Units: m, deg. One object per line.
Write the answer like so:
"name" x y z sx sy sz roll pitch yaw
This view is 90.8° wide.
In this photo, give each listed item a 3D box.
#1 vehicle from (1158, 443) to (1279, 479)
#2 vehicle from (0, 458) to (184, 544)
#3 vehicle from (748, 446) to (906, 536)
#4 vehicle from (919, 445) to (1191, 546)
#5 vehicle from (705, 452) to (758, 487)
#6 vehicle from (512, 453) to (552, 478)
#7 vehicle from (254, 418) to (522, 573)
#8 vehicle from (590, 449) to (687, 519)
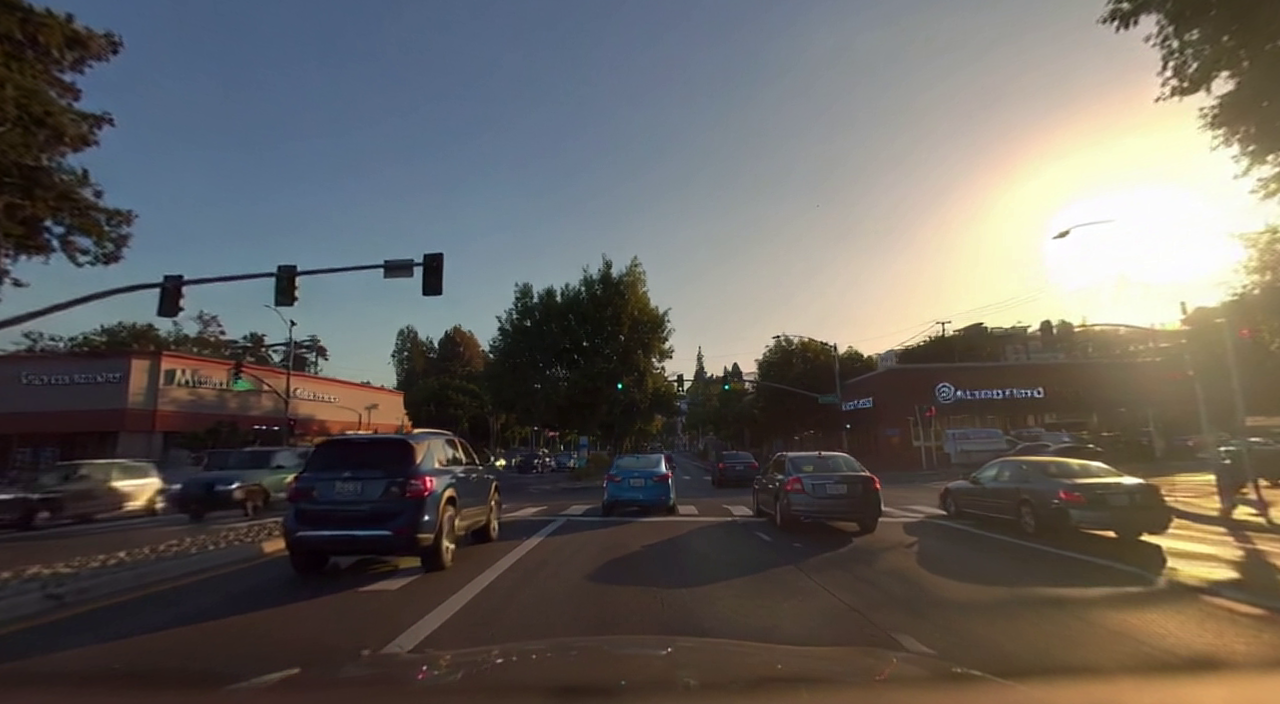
"vehicle" 30.291 5.652 32.925 4.581 1.765 1.943 -1 -8 7
"vehicle" -12.606 3.095 13.723 1.912 1.477 4.398 -1 -8 4
"vehicle" 3.570 2.704 12.949 2.020 1.513 4.120 0 -8 1
"vehicle" 7.369 2.540 12.003 2.004 1.508 4.646 0 -8 0
"vehicle" 4.264 5.516 30.016 1.888 1.472 4.528 0 -8 0
"vehicle" -7.693 8.078 45.354 1.962 1.639 4.259 -1 -8 3
"vehicle" -3.478 2.086 10.126 2.160 1.823 5.115 0 -8 0
"vehicle" -0.016 3.165 15.693 2.098 1.477 3.897 0 -8 0
